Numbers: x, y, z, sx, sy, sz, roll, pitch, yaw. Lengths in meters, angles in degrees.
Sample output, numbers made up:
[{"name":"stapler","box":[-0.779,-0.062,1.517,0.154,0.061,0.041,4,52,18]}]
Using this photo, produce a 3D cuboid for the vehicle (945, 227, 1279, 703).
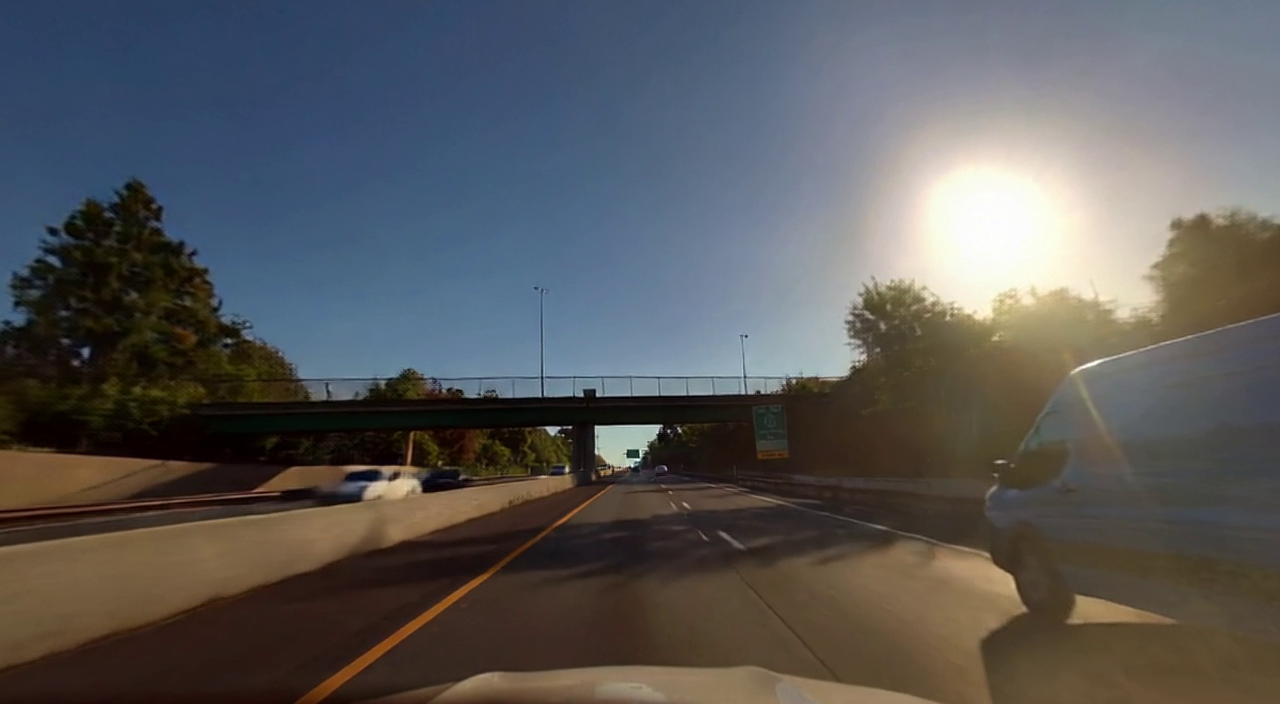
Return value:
[{"name":"vehicle","box":[4.565,0.662,3.330,2.372,2.581,6.763,1,-10,-1]}]

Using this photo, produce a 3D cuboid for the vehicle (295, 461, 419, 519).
[{"name":"vehicle","box":[-8.472,4.156,19.260,1.872,1.514,4.101,1,-10,0]}]

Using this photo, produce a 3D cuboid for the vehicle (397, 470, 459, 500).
[{"name":"vehicle","box":[-11.025,6.903,32.907,1.812,1.421,4.261,1,-10,-1]}]
